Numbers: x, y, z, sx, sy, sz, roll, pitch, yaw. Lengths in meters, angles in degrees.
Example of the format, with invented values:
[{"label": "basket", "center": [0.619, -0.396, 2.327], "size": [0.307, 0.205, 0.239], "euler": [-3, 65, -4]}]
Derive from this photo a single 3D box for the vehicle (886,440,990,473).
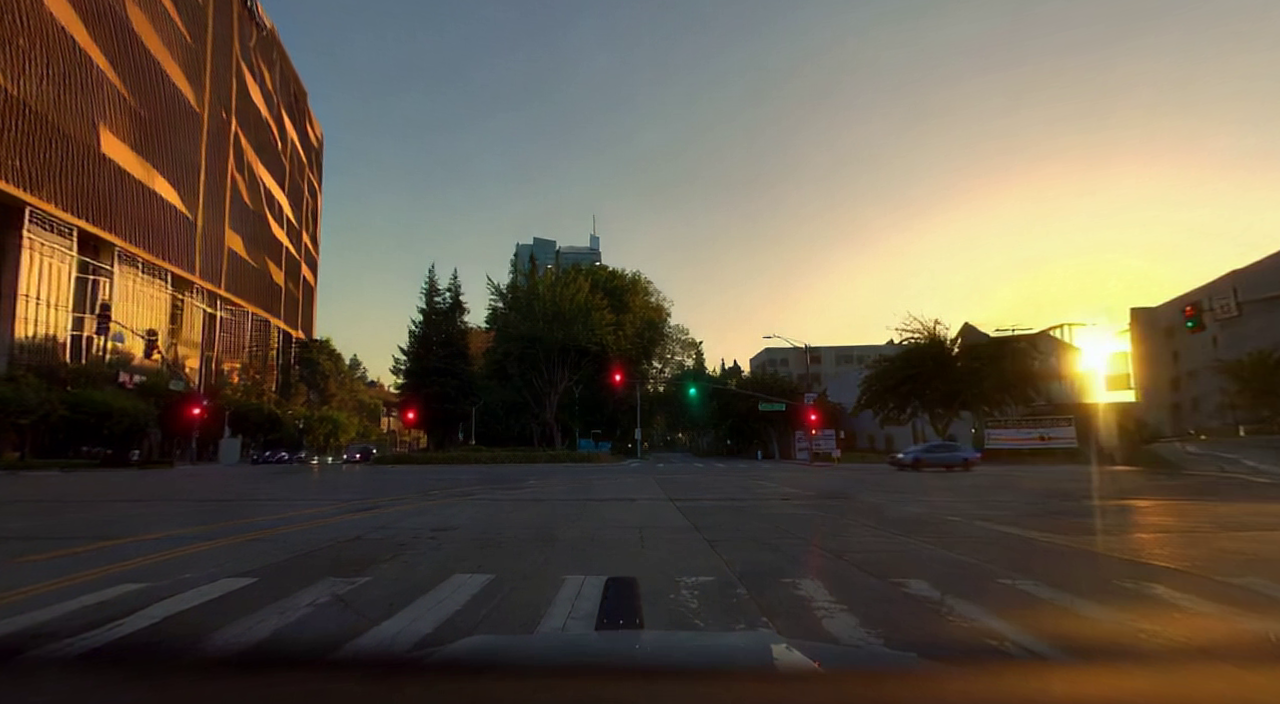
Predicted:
[{"label": "vehicle", "center": [16.297, 5.710, 34.719], "size": [4.639, 1.699, 2.030], "euler": [0, -9, -3]}]
